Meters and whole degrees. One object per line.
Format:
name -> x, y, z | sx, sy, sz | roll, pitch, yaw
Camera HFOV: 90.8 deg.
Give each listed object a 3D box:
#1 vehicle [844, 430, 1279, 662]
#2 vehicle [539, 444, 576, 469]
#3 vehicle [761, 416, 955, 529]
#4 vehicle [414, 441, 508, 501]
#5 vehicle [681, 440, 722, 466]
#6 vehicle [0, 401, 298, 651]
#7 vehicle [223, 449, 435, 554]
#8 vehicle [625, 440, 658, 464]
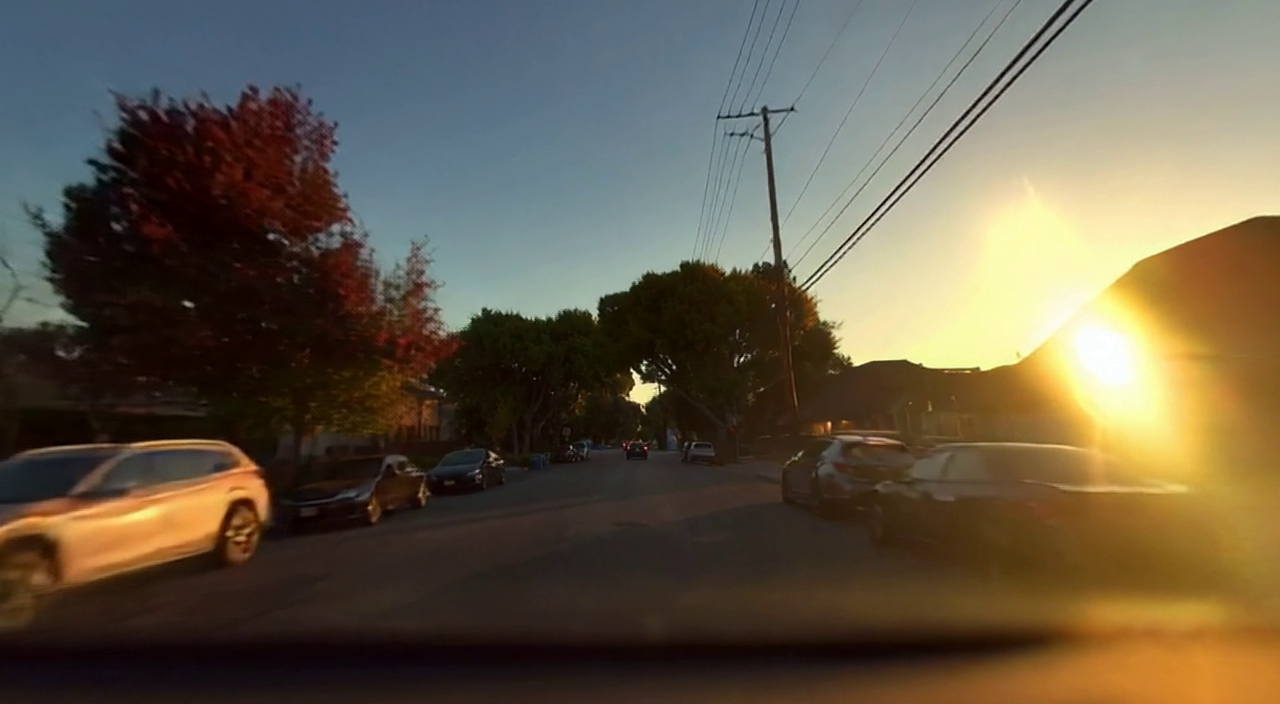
vehicle -> 3.699, 1.545, 6.302 | 1.789, 1.435, 4.499 | 0, -8, 0
vehicle -> -6.050, 7.685, 46.890 | 2.094, 1.433, 5.740 | -4, -7, -2
vehicle -> 3.804, 2.193, 12.040 | 2.108, 1.719, 4.339 | 0, -8, 0
vehicle -> -6.034, 3.999, 21.898 | 1.769, 1.572, 4.990 | -4, -6, 0
vehicle -> 3.961, 6.586, 41.379 | 2.144, 1.572, 5.026 | 0, -8, 0
vehicle -> -5.840, 1.563, 6.436 | 2.115, 1.820, 5.002 | -3, -7, -2
vehicle -> -6.031, 2.895, 13.106 | 1.930, 1.456, 4.965 | -3, -7, 0
vehicle -> 0.067, 6.681, 42.429 | 2.062, 1.509, 4.305 | 0, -8, -1
